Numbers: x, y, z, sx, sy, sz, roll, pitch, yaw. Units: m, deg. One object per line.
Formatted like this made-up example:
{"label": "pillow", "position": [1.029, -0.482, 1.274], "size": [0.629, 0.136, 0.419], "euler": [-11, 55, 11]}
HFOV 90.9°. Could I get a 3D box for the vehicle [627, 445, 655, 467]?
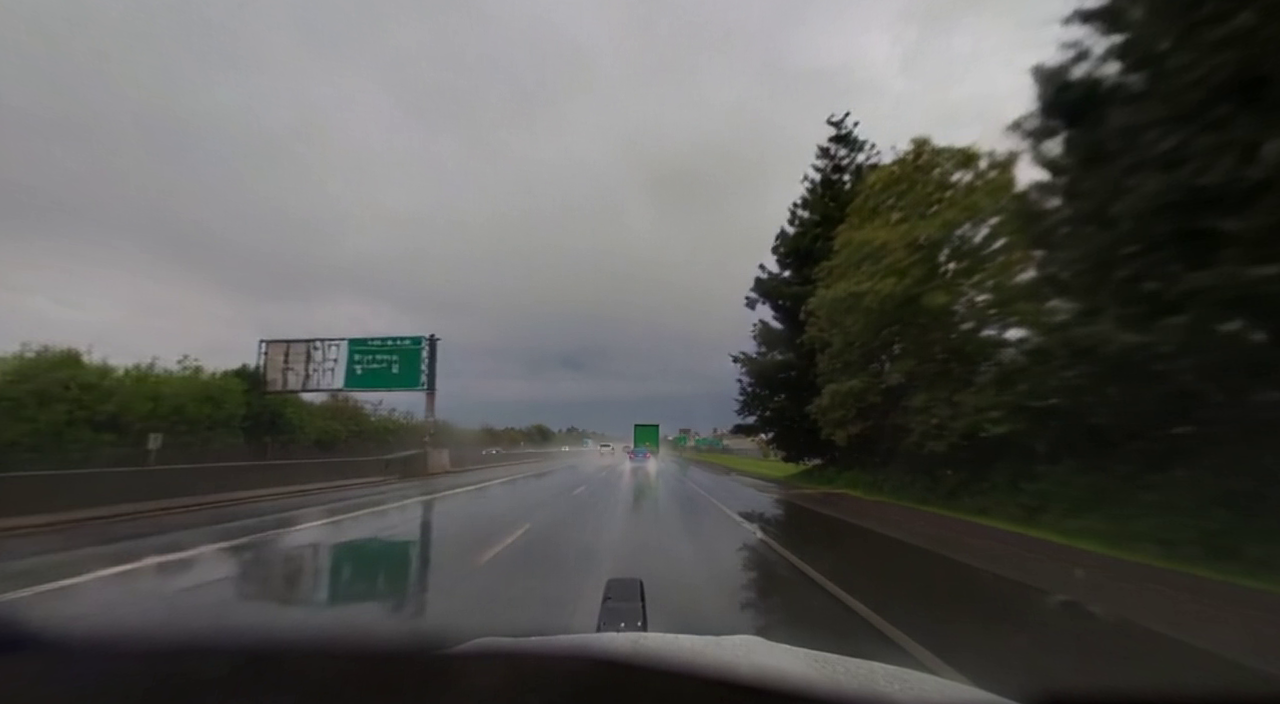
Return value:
{"label": "vehicle", "position": [0.083, 7.993, 48.425], "size": [2.094, 1.559, 3.945], "euler": [-1, -9, 0]}
